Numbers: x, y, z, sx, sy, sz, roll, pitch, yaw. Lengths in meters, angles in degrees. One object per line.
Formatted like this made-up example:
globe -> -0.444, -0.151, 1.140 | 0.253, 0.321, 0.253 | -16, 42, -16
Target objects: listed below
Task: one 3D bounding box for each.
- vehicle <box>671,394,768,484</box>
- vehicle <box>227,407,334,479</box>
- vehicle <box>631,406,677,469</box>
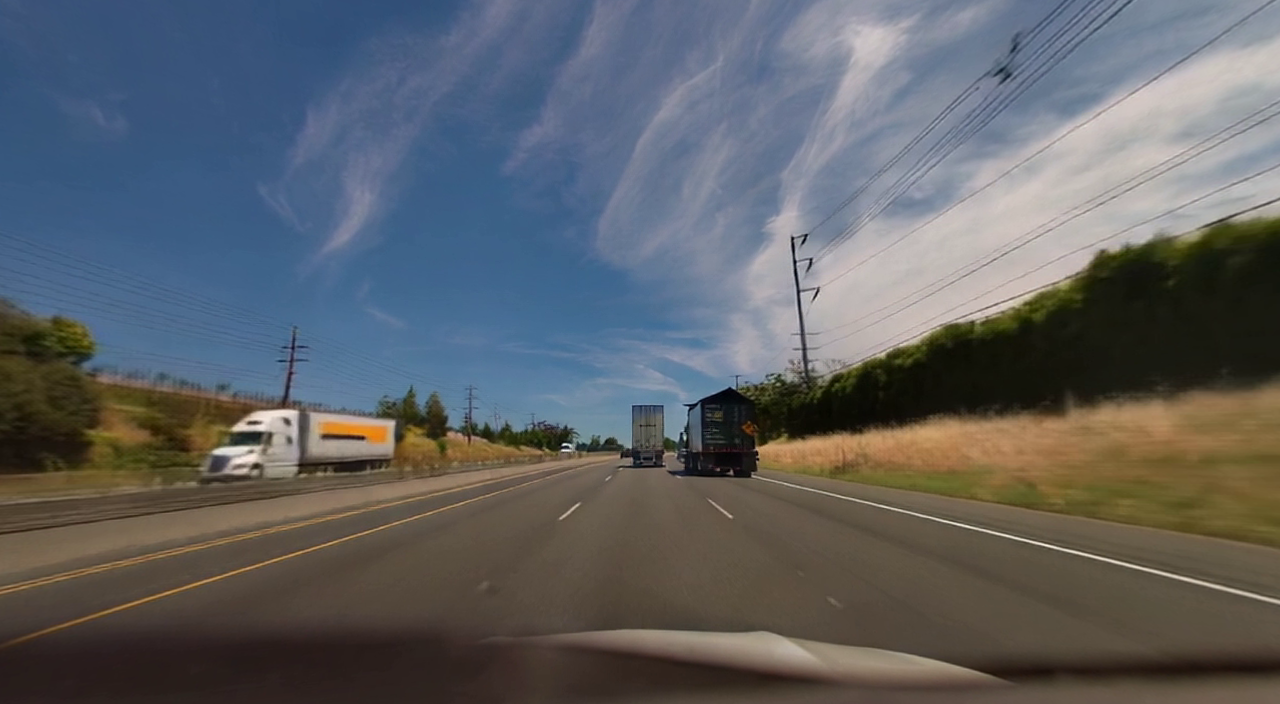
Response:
vehicle -> 3.197, 3.961, 28.196 | 2.938, 3.378, 8.820 | 0, -9, -2
vehicle -> -20.078, 5.149, 35.611 | 2.943, 3.764, 4.981 | 0, -9, 0
vehicle -> 0.790, 6.624, 47.880 | 2.997, 4.076, 13.224 | 0, -9, -1
